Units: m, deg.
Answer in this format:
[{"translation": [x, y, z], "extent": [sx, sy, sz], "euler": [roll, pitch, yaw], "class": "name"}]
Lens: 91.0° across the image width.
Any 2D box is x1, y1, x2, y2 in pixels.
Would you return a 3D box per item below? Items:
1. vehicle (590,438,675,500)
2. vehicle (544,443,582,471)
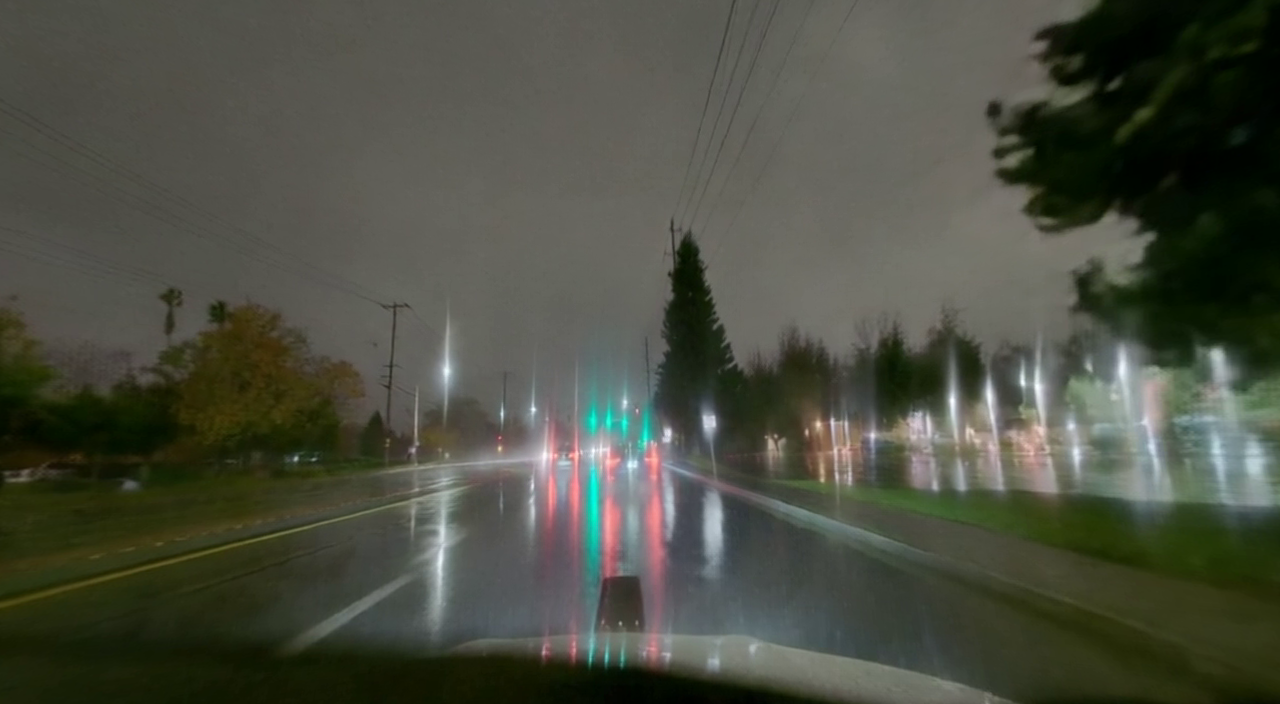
[{"translation": [-0.307, 3.454, 19.067], "extent": [2.235, 1.597, 4.918], "euler": [0, -9, -3], "class": "vehicle"}, {"translation": [-5.206, 7.131, 43.029], "extent": [2.189, 1.776, 4.342], "euler": [0, -9, -2], "class": "vehicle"}]
